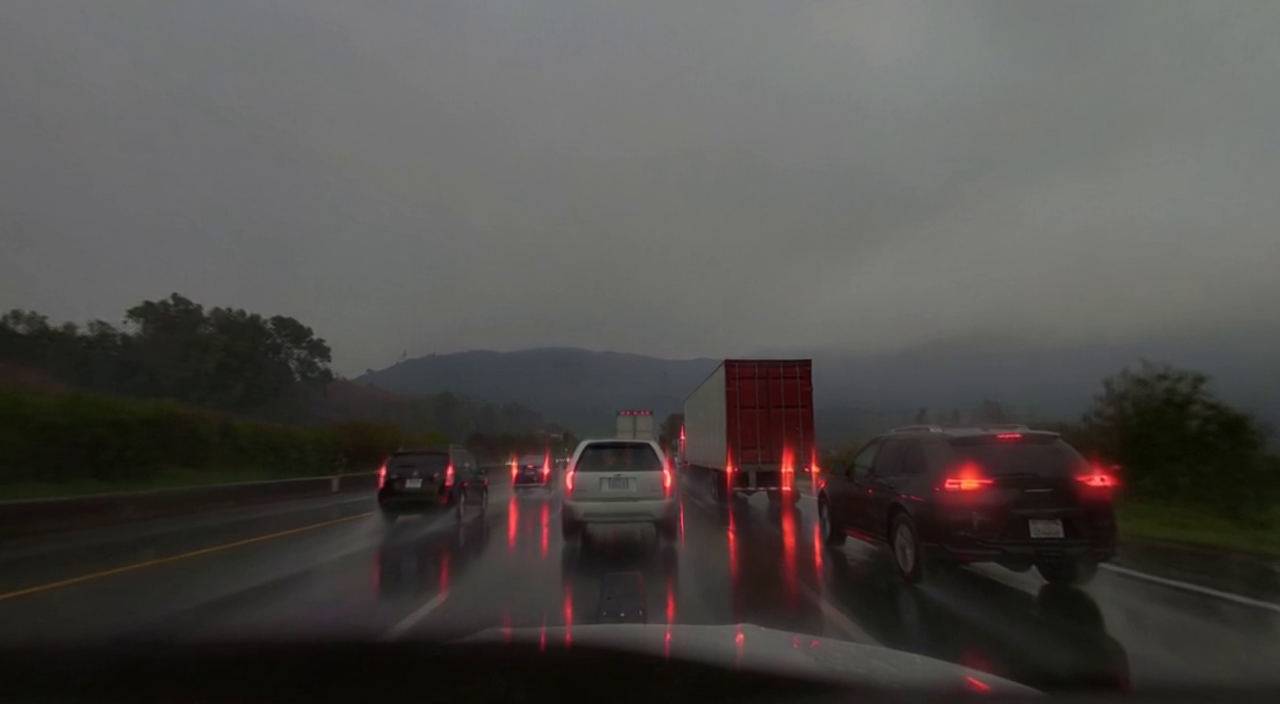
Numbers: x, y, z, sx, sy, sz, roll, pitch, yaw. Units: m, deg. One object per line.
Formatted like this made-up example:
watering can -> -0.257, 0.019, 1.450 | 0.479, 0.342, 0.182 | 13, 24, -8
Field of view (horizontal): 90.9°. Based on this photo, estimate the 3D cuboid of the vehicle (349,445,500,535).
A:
vehicle -> -4.346, 2.806, 13.383 | 1.789, 1.620, 3.841 | 0, -9, 1

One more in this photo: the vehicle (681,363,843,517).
vehicle -> 3.781, 3.754, 25.954 | 3.032, 4.051, 18.805 | 0, -9, 0

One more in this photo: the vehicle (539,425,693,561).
vehicle -> -0.337, 2.214, 10.578 | 2.037, 1.792, 4.194 | 0, -9, 0

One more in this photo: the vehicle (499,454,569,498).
vehicle -> -3.952, 4.680, 24.158 | 1.923, 1.503, 4.293 | 0, -9, 0

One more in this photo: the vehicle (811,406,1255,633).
vehicle -> 3.701, 1.667, 7.307 | 2.076, 1.751, 4.666 | 0, -9, 0
